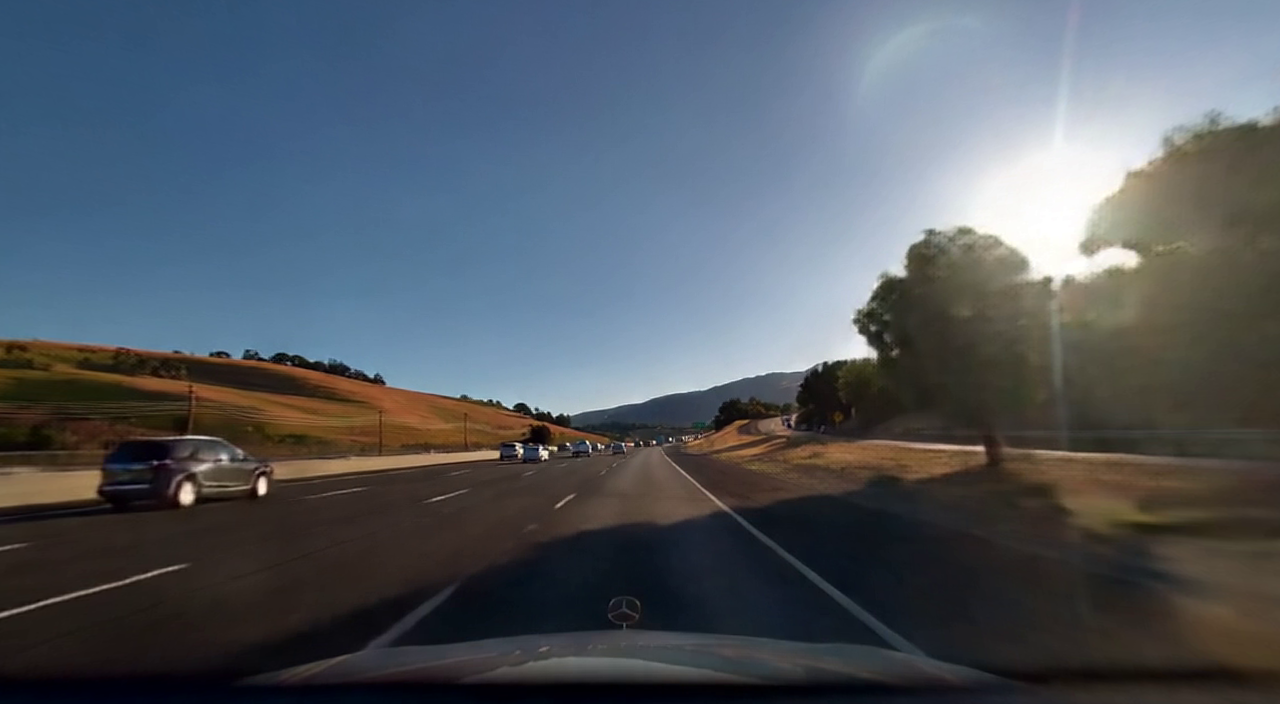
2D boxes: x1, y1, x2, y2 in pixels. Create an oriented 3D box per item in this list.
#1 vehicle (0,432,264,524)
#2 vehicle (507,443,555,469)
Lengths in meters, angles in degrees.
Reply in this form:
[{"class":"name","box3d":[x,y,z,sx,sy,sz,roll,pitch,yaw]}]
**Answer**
[{"class":"vehicle","box3d":[-10.798,2.675,13.962,2.122,1.695,4.437,0,-9,1]},{"class":"vehicle","box3d":[-6.747,6.458,39.417,2.107,1.484,4.449,0,-9,2]}]
